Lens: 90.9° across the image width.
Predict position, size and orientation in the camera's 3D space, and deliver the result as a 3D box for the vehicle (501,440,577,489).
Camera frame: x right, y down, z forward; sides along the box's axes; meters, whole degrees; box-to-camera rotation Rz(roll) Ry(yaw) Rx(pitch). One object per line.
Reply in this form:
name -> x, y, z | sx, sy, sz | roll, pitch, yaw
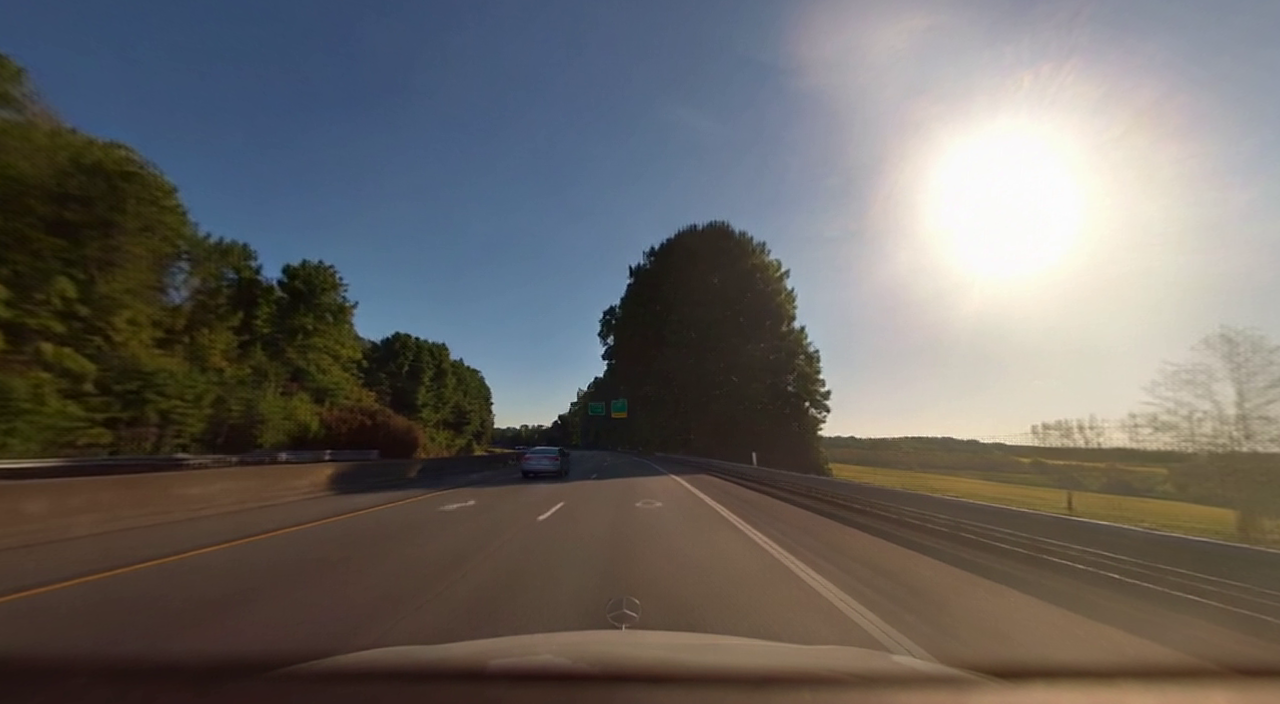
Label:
vehicle -> -3.403, 3.864, 22.000 | 1.990, 1.532, 3.911 | 0, -9, 0
